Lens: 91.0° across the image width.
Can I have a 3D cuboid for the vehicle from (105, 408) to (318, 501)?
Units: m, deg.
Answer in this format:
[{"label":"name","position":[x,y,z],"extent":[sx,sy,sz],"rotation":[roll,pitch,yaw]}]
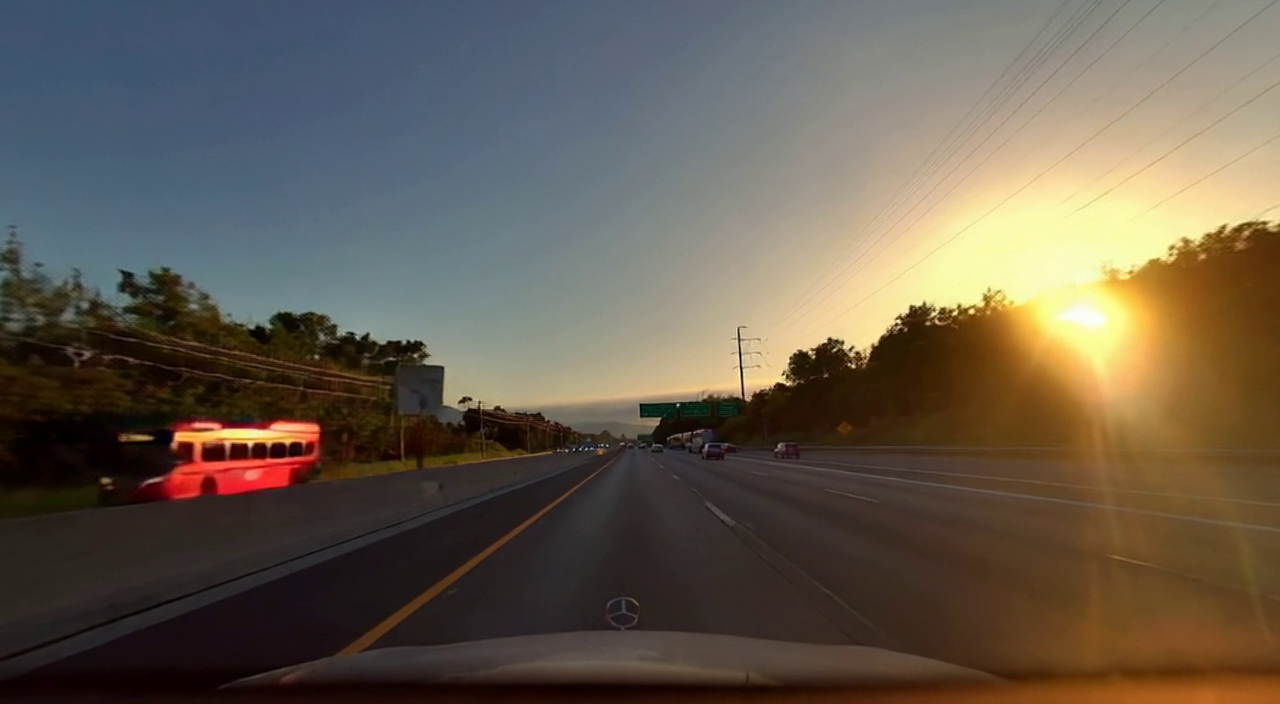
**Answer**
[{"label":"vehicle","position":[-22.612,5.567,34.823],"extent":[2.942,4.157,12.633],"rotation":[0,-9,-1]}]
